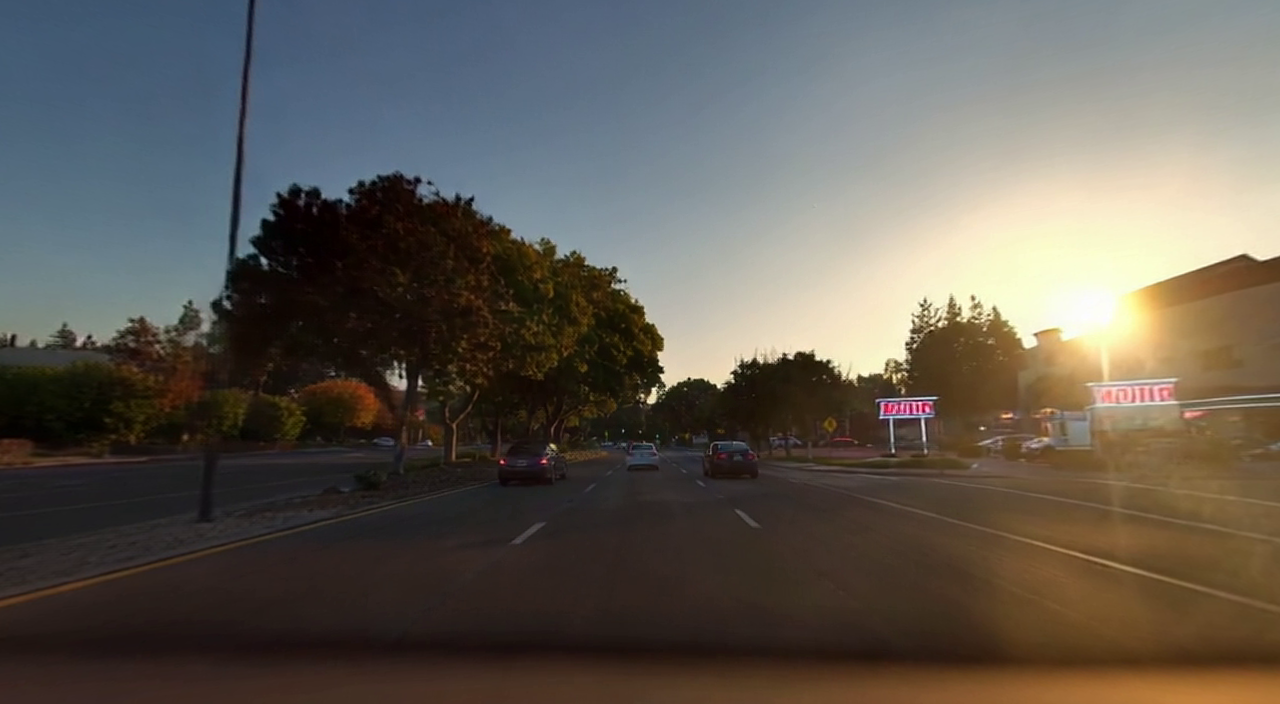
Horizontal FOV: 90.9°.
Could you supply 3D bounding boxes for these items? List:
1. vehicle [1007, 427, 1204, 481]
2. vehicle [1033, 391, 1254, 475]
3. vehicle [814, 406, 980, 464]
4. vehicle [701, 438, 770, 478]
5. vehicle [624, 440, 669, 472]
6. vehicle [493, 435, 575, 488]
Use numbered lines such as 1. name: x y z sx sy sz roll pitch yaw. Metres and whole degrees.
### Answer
1. vehicle: 14.887 3.294 20.478 4.578 1.620 2.047 -2 -8 12
2. vehicle: 21.823 3.674 28.236 2.928 3.123 8.236 -1 -8 -1
3. vehicle: 14.936 4.928 37.204 8.343 3.028 3.002 -2 -9 3
4. vehicle: 3.728 4.234 25.497 2.012 1.462 4.400 0 -8 -1
5. vehicle: 0.304 5.127 31.327 2.059 1.477 4.216 0 -8 0
6. vehicle: -3.486 3.665 21.538 1.995 1.607 4.086 -1 -8 1
